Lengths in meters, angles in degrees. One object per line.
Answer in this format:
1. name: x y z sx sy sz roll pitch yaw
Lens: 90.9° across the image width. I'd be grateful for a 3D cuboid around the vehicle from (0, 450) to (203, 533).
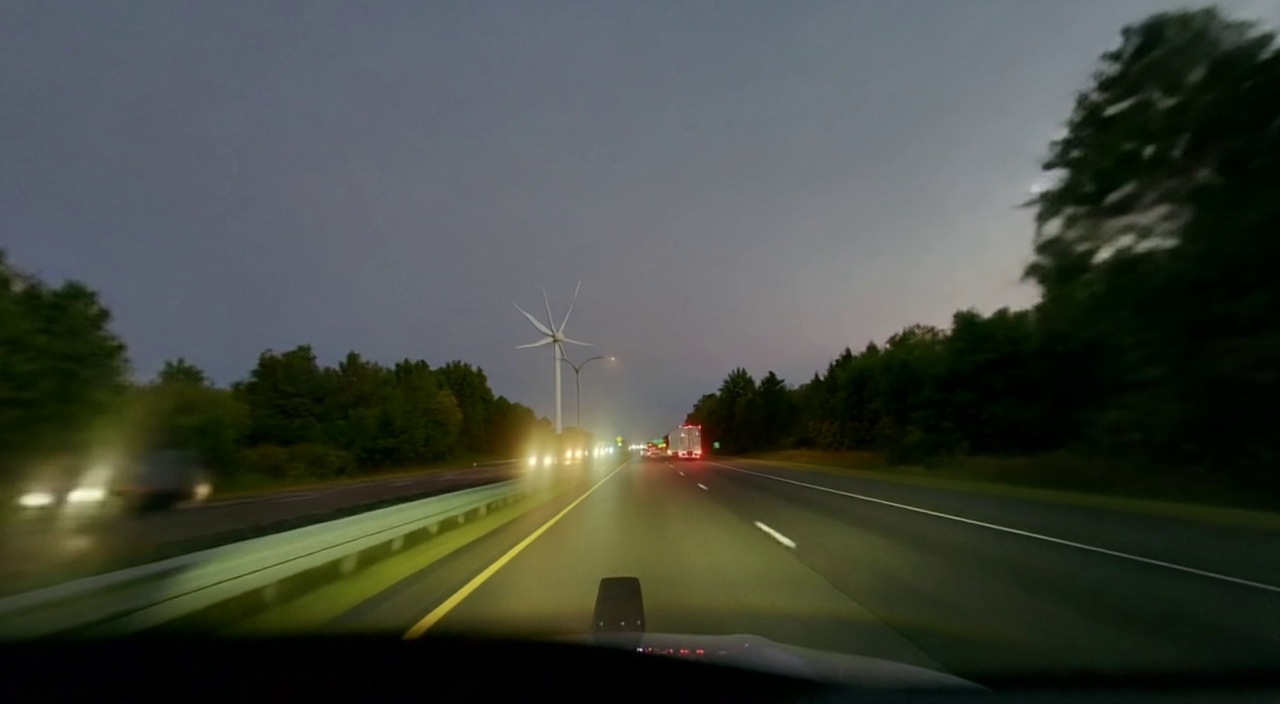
1. vehicle: -15.243 3.807 17.898 2.094 1.999 4.762 -1 -9 1
